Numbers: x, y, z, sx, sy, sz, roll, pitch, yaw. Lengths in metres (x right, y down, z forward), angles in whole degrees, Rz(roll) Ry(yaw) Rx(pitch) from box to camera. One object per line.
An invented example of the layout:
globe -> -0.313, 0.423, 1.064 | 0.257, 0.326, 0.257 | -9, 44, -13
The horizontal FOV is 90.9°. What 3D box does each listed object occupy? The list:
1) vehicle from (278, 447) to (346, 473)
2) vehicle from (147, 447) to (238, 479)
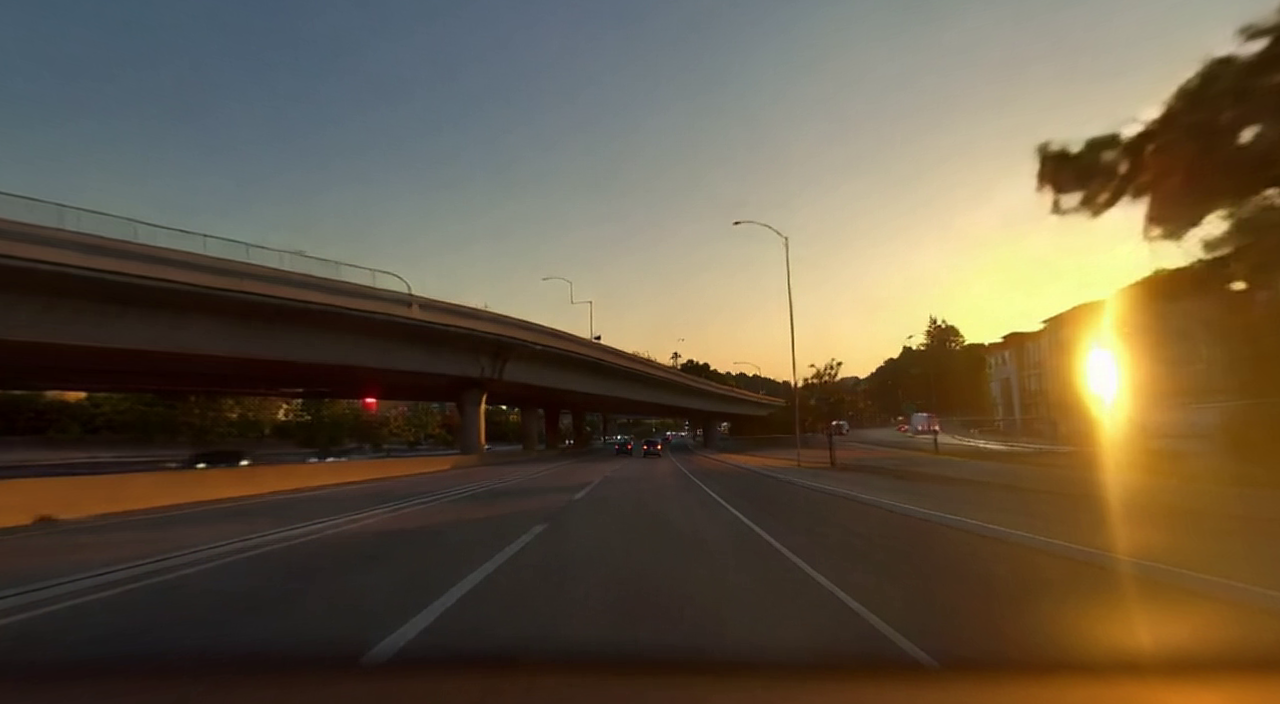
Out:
vehicle -> -20.330, 6.690, 39.316 | 1.805, 1.444, 4.489 | -1, -8, 1
vehicle -> -24.713, 6.116, 35.023 | 1.898, 1.575, 4.253 | -1, -8, 1
